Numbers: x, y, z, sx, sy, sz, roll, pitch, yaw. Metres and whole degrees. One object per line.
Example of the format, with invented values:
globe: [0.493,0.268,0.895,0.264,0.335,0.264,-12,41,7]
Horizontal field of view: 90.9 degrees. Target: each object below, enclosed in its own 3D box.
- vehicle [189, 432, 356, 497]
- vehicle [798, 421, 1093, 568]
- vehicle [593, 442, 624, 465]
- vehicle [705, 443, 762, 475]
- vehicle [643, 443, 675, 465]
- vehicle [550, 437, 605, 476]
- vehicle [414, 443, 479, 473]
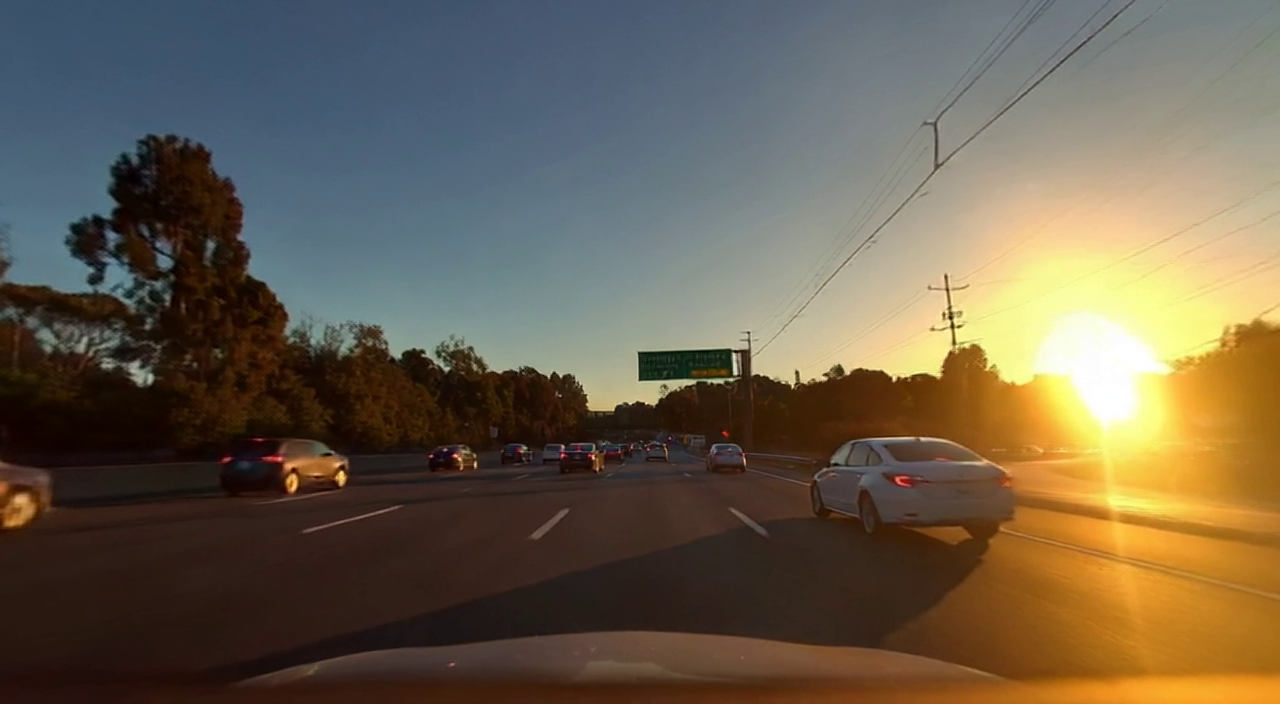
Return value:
vehicle: [-10.710,3.306,18.901,2.137,1.690,4.630,0,-8,1]
vehicle: [3.880,1.870,9.100,2.036,1.580,4.360,0,-8,0]
vehicle: [-2.371,7.795,48.622,2.133,1.668,4.505,0,-8,1]
vehicle: [4.506,5.228,31.116,2.022,1.472,4.678,0,-8,-1]
vehicle: [1.351,7.530,46.796,2.220,1.575,4.332,0,-8,0]
vehicle: [-2.976,5.098,31.017,2.133,1.775,4.530,0,-8,1]
vehicle: [-10.398,5.714,34.266,1.926,1.479,4.688,0,-8,1]
